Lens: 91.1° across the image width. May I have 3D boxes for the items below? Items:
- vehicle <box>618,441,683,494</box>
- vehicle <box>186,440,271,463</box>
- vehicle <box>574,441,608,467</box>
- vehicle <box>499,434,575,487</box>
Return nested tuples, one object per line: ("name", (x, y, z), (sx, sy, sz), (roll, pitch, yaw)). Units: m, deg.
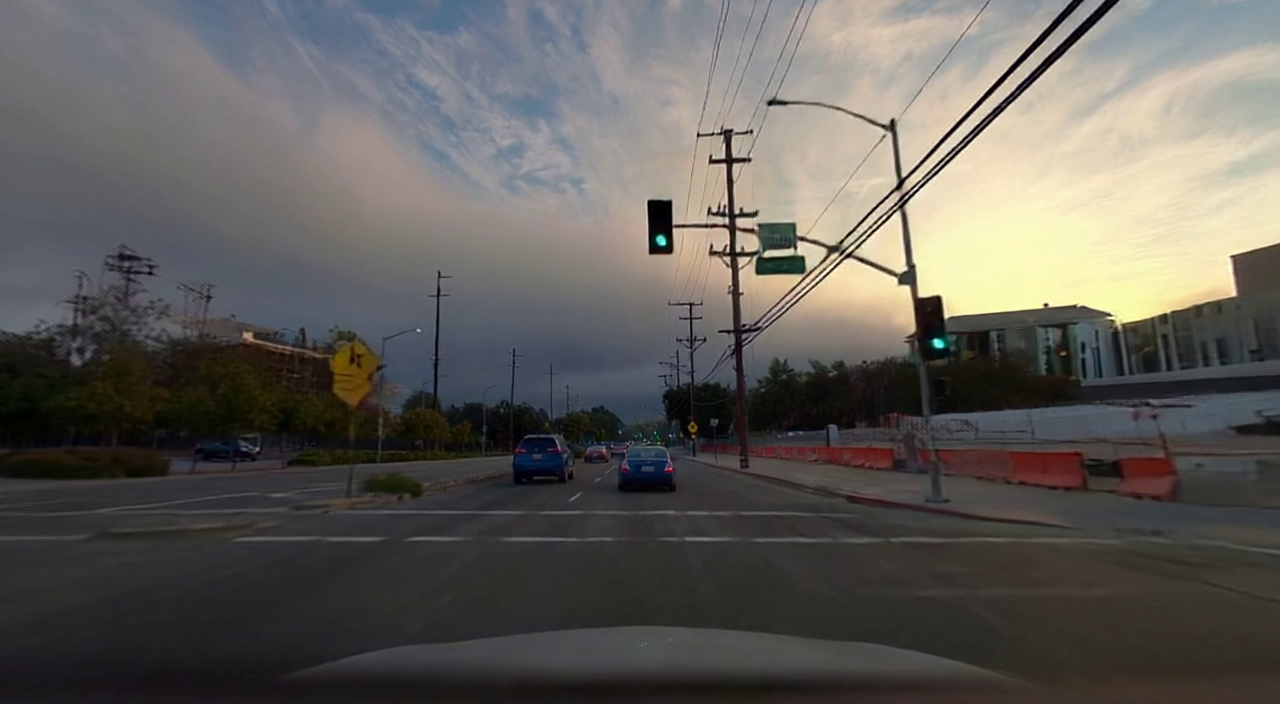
("vehicle", (0.340, 4.007, 22.229), (2.059, 1.691, 3.980), (0, -8, 0))
("vehicle", (-31.662, 7.696, 48.428), (5.155, 1.679, 1.934), (0, -8, 0))
("vehicle", (-3.441, 7.275, 45.032), (1.910, 1.713, 4.786), (0, -8, 1))
("vehicle", (-3.775, 4.059, 23.912), (2.078, 1.804, 4.387), (0, -8, 1))
